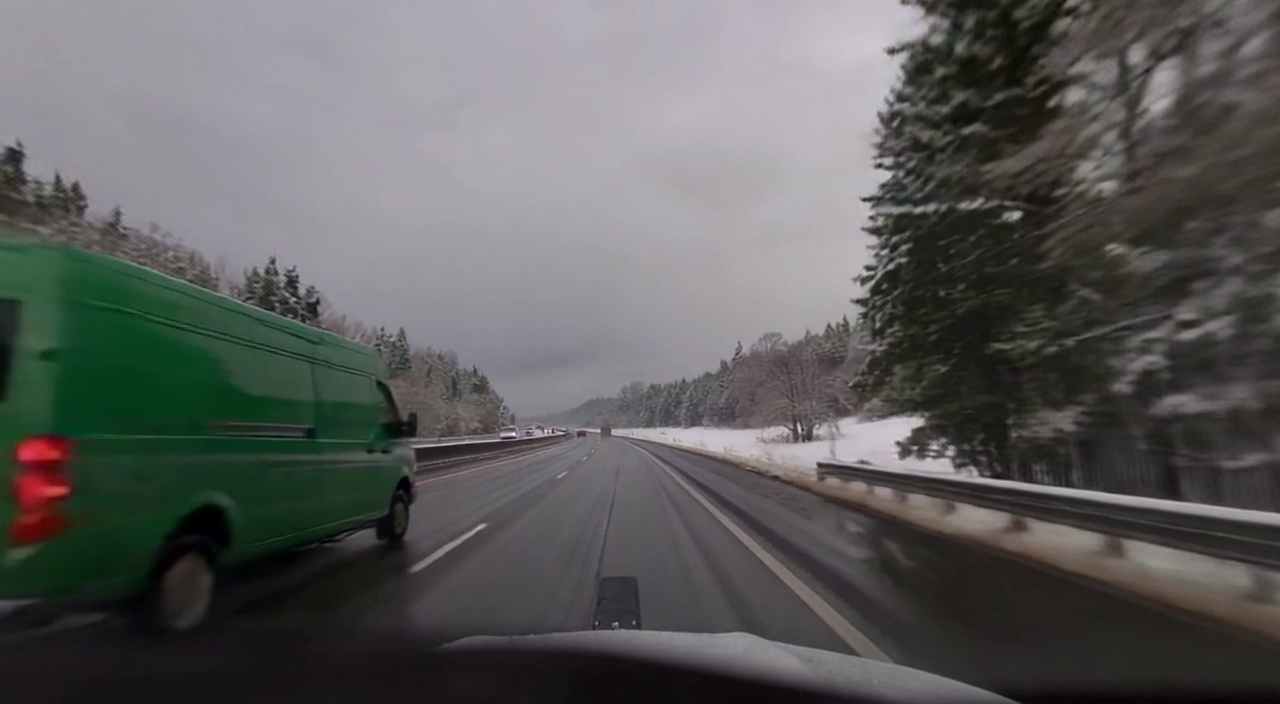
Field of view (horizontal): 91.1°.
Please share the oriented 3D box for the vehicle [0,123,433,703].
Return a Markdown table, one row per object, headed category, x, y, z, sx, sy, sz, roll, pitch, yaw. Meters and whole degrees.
| category | x | y | z | sx | sy | sz | roll | pitch | yaw |
| --- | --- | --- | --- | --- | --- | --- | --- | --- | --- |
| vehicle | -3.818 | 0.685 | 4.865 | 2.561 | 2.509 | 5.465 | 0 | -8 | 0 |
